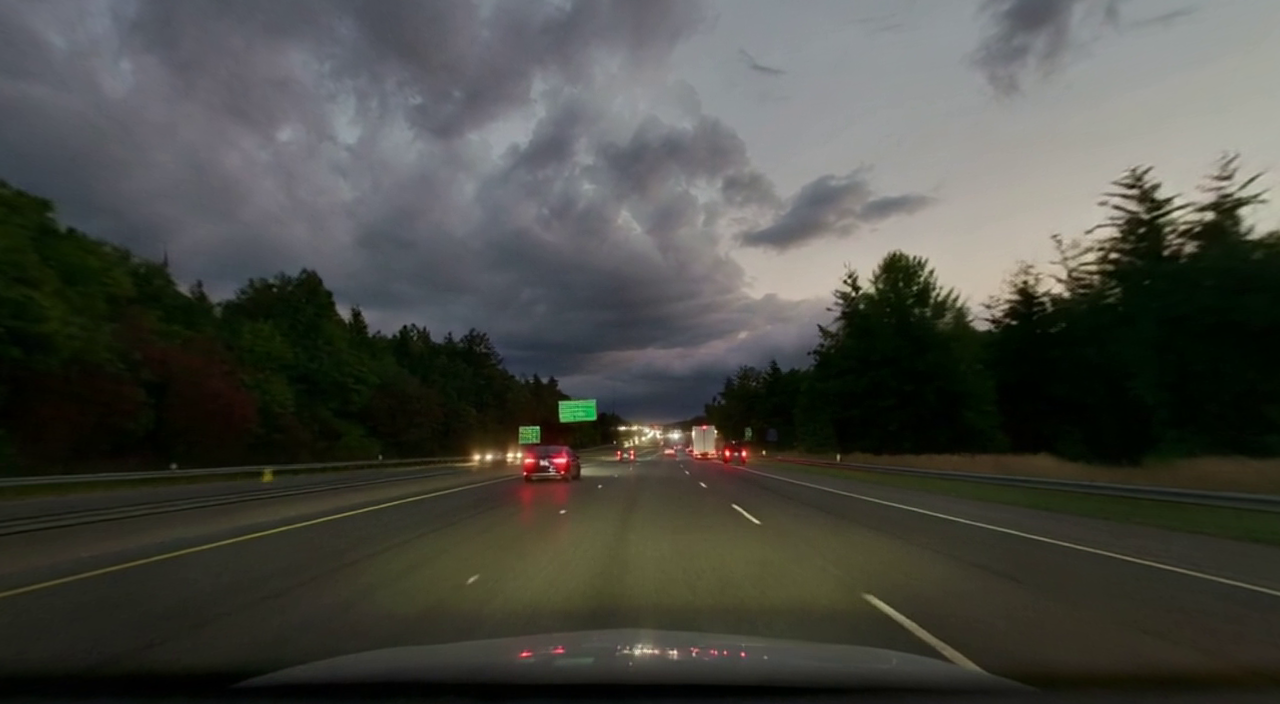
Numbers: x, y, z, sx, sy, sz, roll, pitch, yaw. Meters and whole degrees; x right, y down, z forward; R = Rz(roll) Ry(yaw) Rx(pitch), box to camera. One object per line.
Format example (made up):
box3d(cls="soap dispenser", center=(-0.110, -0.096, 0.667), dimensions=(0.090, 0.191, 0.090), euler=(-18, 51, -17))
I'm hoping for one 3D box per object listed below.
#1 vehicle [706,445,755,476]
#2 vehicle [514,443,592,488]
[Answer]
box3d(cls="vehicle", center=(4.931, 5.982, 34.897), dimensions=(2.176, 1.598, 3.878), euler=(0, -9, 1))
box3d(cls="vehicle", center=(-3.192, 4.317, 24.189), dimensions=(2.085, 1.530, 4.809), euler=(0, -9, 2))
